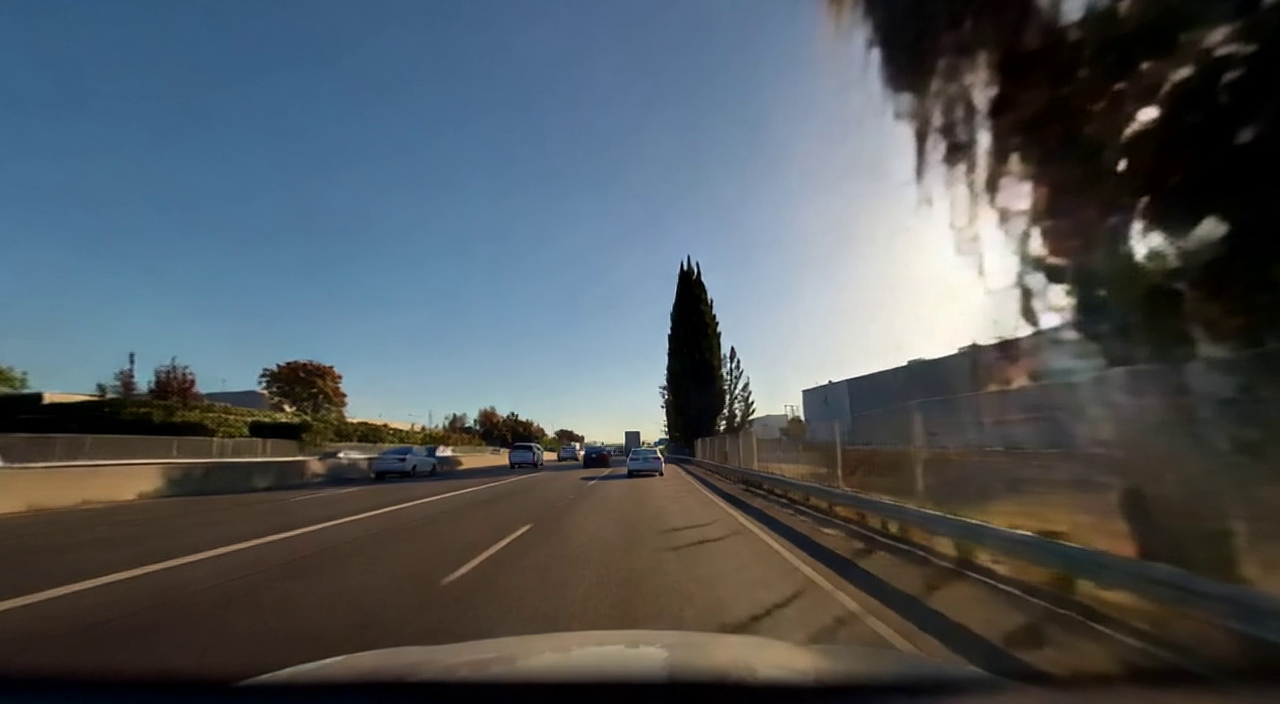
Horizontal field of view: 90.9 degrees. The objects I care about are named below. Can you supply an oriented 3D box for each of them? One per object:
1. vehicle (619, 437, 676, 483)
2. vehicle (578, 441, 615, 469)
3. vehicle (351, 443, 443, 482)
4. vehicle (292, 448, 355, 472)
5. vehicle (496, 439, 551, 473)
[{"bbox_3d":[0.294,4.289,25.448,2.136,1.678,4.052,0,-8,1],"label":"vehicle"},{"bbox_3d":[-2.974,7.106,43.878,2.108,1.832,4.549,-1,-8,2],"label":"vehicle"},{"bbox_3d":[-10.412,4.754,27.501,1.910,1.501,5.004,-1,-8,2],"label":"vehicle"},{"bbox_3d":[-21.187,7.230,42.437,1.849,1.470,4.302,-1,-8,2],"label":"vehicle"},{"bbox_3d":[-6.502,5.868,35.870,2.105,1.790,4.689,0,-8,2],"label":"vehicle"}]
